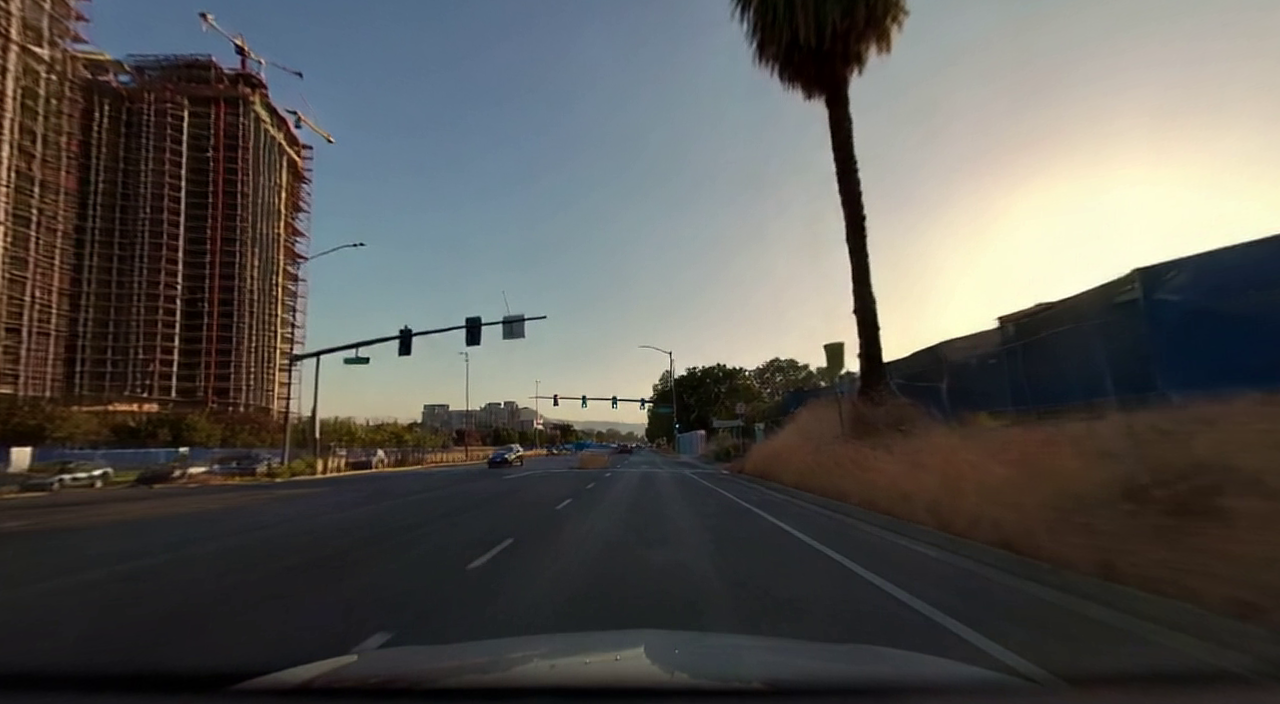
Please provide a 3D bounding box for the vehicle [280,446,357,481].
[{"bbox_3d":[-19.352,6.710,38.225,2.105,1.805,4.641,-3,-8,2],"label":"vehicle"}]

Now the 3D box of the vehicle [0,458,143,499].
[{"bbox_3d":[-24.568,5.371,27.077,1.790,1.484,4.651,-7,-11,40],"label":"vehicle"}]

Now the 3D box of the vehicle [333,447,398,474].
[{"bbox_3d":[-19.354,7.677,44.785,2.378,1.783,4.912,0,-9,0],"label":"vehicle"}]

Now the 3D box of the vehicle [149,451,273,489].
[{"bbox_3d":[-21.204,5.779,31.377,2.050,1.686,4.593,-4,-9,25],"label":"vehicle"}]
